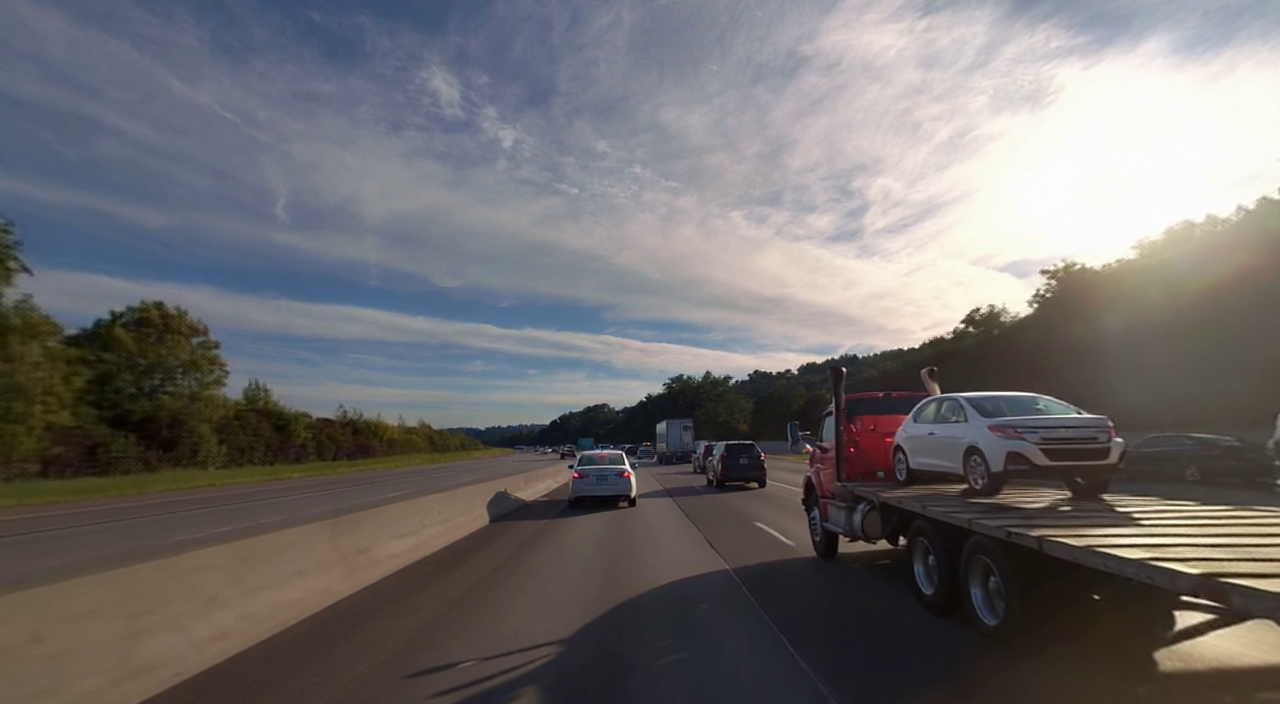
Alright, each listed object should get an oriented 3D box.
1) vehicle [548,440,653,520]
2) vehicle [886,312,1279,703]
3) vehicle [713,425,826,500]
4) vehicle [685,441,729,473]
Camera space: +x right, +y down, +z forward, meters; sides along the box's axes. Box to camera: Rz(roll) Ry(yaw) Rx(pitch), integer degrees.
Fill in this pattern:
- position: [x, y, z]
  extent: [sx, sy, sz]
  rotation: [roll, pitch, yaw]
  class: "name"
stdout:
- position: [-0.732, 2.707, 13.765]
  extent: [1.991, 1.466, 3.675]
  rotation: [0, -9, 0]
  class: "vehicle"
- position: [3.438, 0.981, 3.926]
  extent: [1.959, 1.783, 4.407]
  rotation: [0, -9, -1]
  class: "vehicle"
- position: [3.536, 3.115, 18.056]
  extent: [2.303, 1.889, 3.920]
  rotation: [0, -9, -1]
  class: "vehicle"
- position: [3.738, 5.940, 35.834]
  extent: [1.938, 1.660, 4.223]
  rotation: [0, -9, -1]
  class: "vehicle"
